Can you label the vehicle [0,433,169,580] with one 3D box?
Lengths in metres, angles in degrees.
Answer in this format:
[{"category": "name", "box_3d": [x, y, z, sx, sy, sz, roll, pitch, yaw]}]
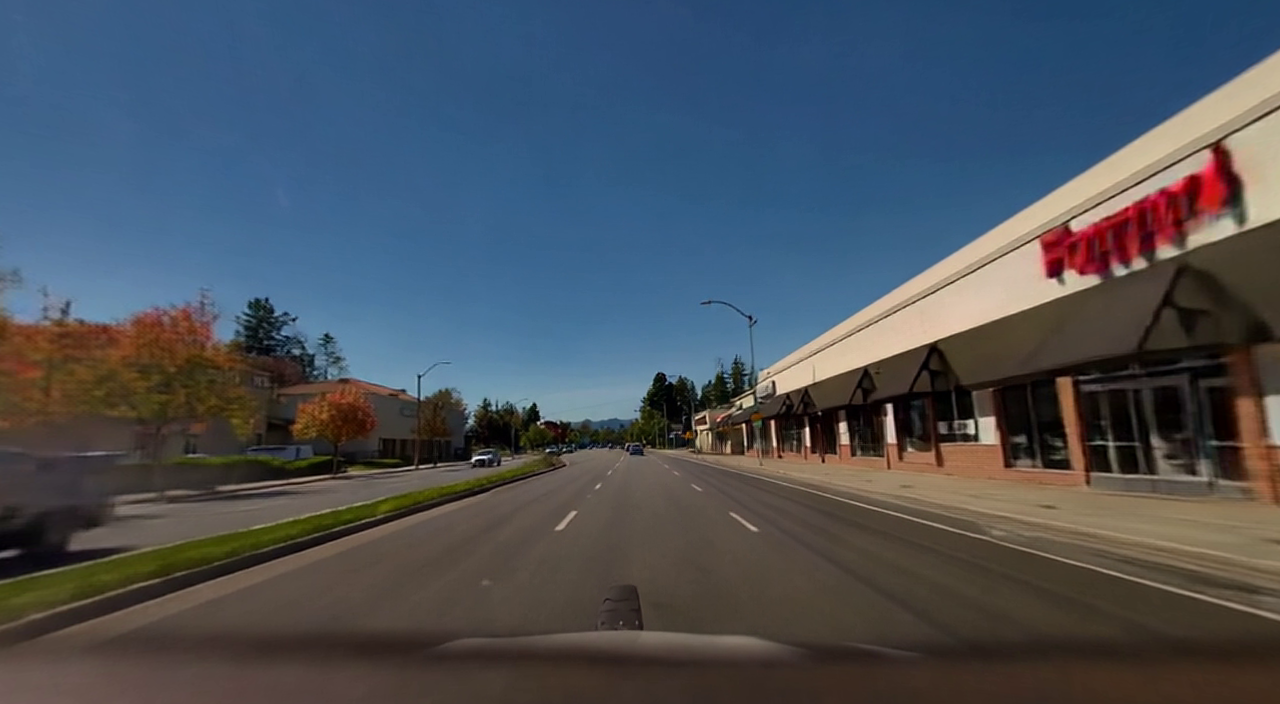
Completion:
[{"category": "vehicle", "box_3d": [-7.623, 1.680, 6.640, 2.011, 1.490, 4.472, -4, -10, -2]}]
